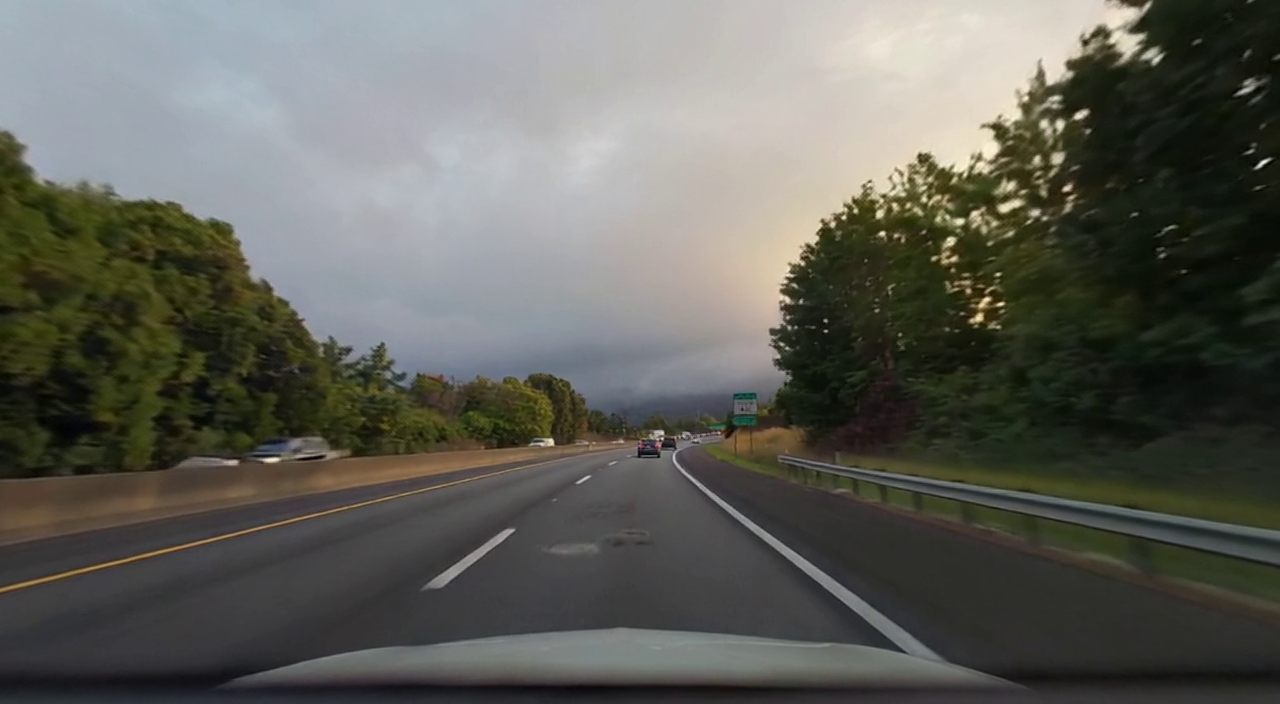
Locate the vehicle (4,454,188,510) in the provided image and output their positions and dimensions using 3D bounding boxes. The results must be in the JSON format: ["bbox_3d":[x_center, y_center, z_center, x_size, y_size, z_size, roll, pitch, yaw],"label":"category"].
[{"bbox_3d":[-17.111,4.065,20.186,1.863,1.465,4.531,0,-8,0],"label":"vehicle"}]

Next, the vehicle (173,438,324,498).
[{"bbox_3d":[-13.465,3.970,22.111,2.094,1.856,4.800,-1,-8,1],"label":"vehicle"}]

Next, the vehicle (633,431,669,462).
[{"bbox_3d":[0.729,6.013,40.120,2.188,1.825,4.282,-1,-8,2],"label":"vehicle"}]
